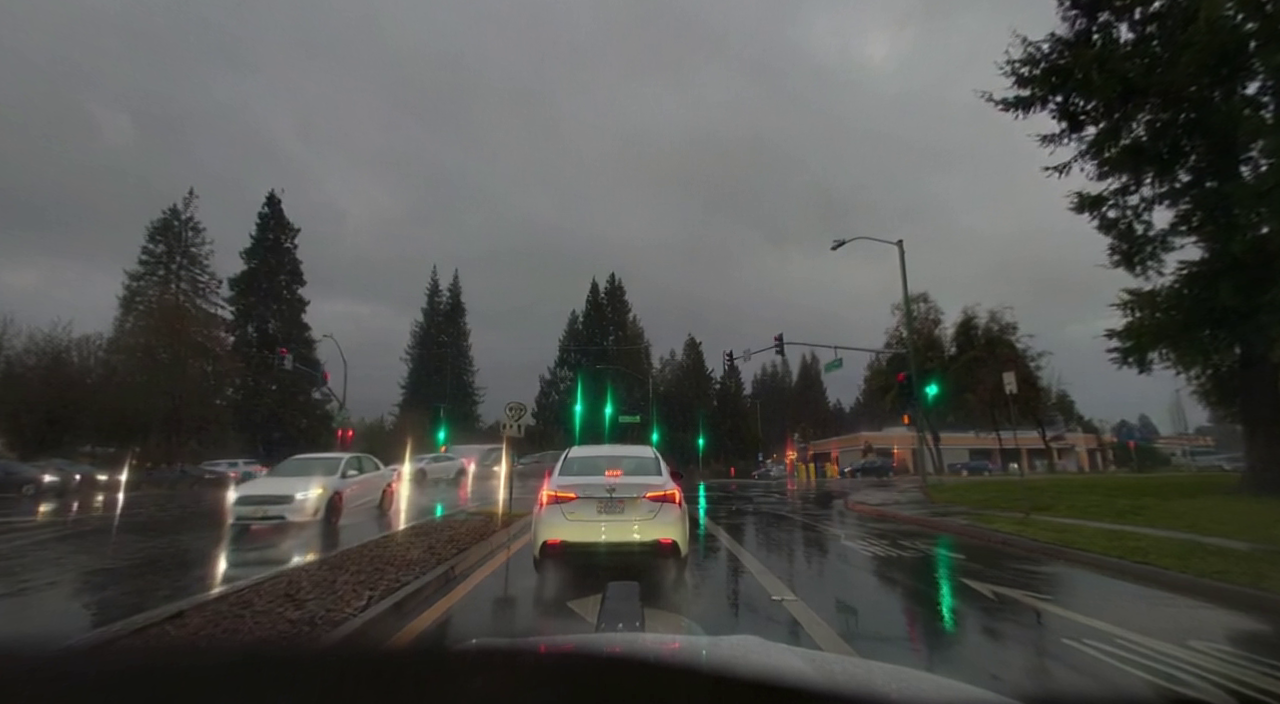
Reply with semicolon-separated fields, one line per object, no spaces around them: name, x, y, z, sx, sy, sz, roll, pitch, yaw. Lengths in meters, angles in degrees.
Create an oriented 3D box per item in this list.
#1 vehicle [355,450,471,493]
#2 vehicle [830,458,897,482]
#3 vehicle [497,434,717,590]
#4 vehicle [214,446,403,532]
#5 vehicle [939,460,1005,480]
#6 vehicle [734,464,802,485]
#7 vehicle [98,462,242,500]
vehicle;-11.730;6.096;32.691;5.500;2.012;2.201;-4;-9;22
vehicle;16.469;8.704;46.661;4.337;1.637;1.860;2;-9;-16
vehicle;-0.358;1.857;8.267;2.112;1.479;4.264;0;-8;-1
vehicle;-6.925;2.846;13.902;2.078;1.534;4.646;1;-9;-7
vehicle;25.945;9.192;49.365;4.358;1.471;1.875;2;-9;-16
vehicle;9.045;8.620;44.649;4.254;1.359;1.895;2;-9;-16
vehicle;-20.131;5.539;27.267;4.548;1.449;1.802;2;-9;-13
